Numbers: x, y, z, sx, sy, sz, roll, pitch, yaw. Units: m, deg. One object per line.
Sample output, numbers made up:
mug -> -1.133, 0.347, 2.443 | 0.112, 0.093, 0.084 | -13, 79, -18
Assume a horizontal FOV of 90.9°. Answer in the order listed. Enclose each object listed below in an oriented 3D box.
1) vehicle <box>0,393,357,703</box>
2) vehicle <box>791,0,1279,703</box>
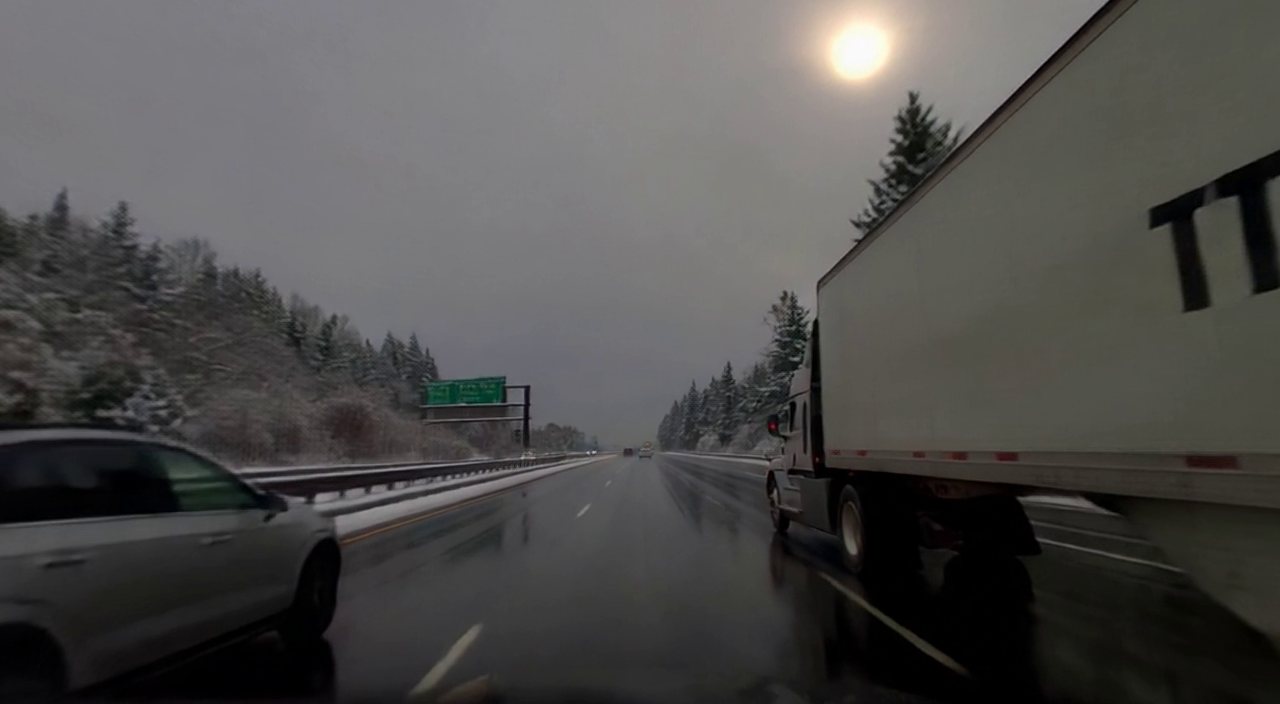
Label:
vehicle -> -3.267, 0.948, 2.549 | 2.054, 1.475, 4.708 | 0, -9, 0
vehicle -> 3.829, 0.334, 6.261 | 3.010, 3.907, 5.999 | 0, -9, -1
